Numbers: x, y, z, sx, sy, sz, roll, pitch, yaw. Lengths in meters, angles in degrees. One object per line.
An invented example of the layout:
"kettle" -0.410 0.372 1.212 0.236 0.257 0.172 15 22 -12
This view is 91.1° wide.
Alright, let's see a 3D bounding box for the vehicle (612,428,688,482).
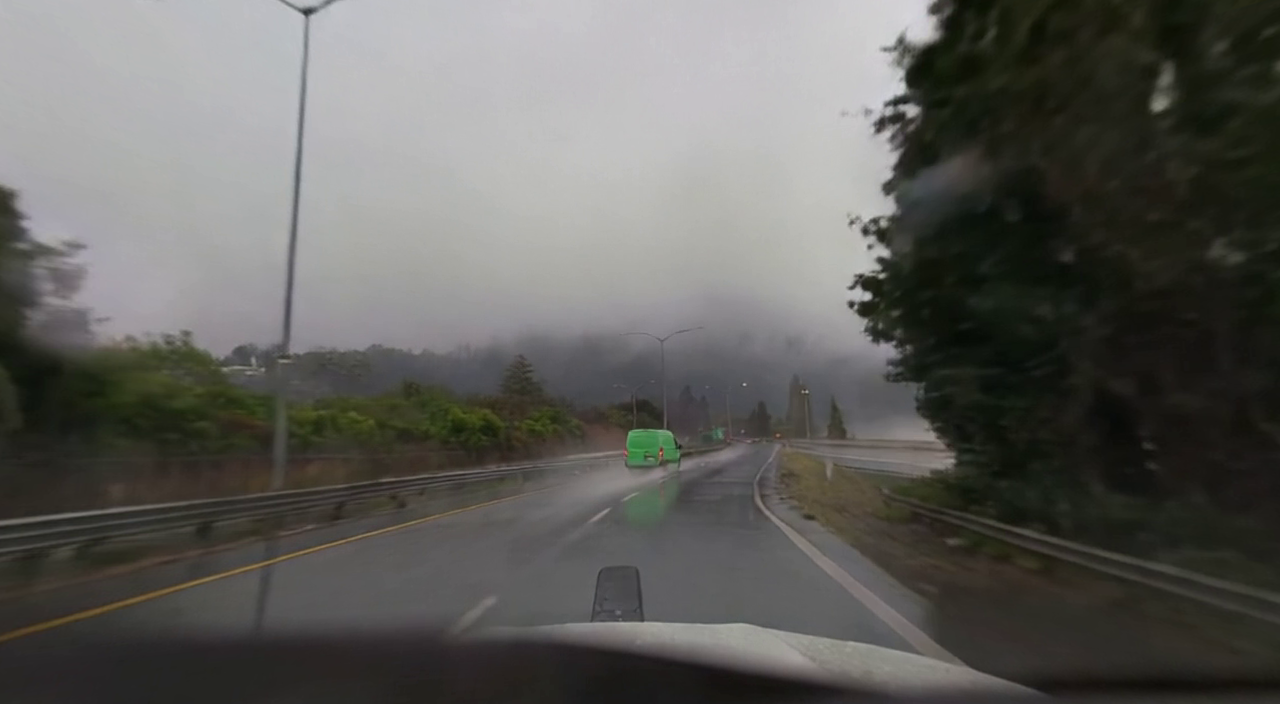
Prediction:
"vehicle" 0.540 4.259 26.250 2.270 2.023 4.632 -2 -9 12
